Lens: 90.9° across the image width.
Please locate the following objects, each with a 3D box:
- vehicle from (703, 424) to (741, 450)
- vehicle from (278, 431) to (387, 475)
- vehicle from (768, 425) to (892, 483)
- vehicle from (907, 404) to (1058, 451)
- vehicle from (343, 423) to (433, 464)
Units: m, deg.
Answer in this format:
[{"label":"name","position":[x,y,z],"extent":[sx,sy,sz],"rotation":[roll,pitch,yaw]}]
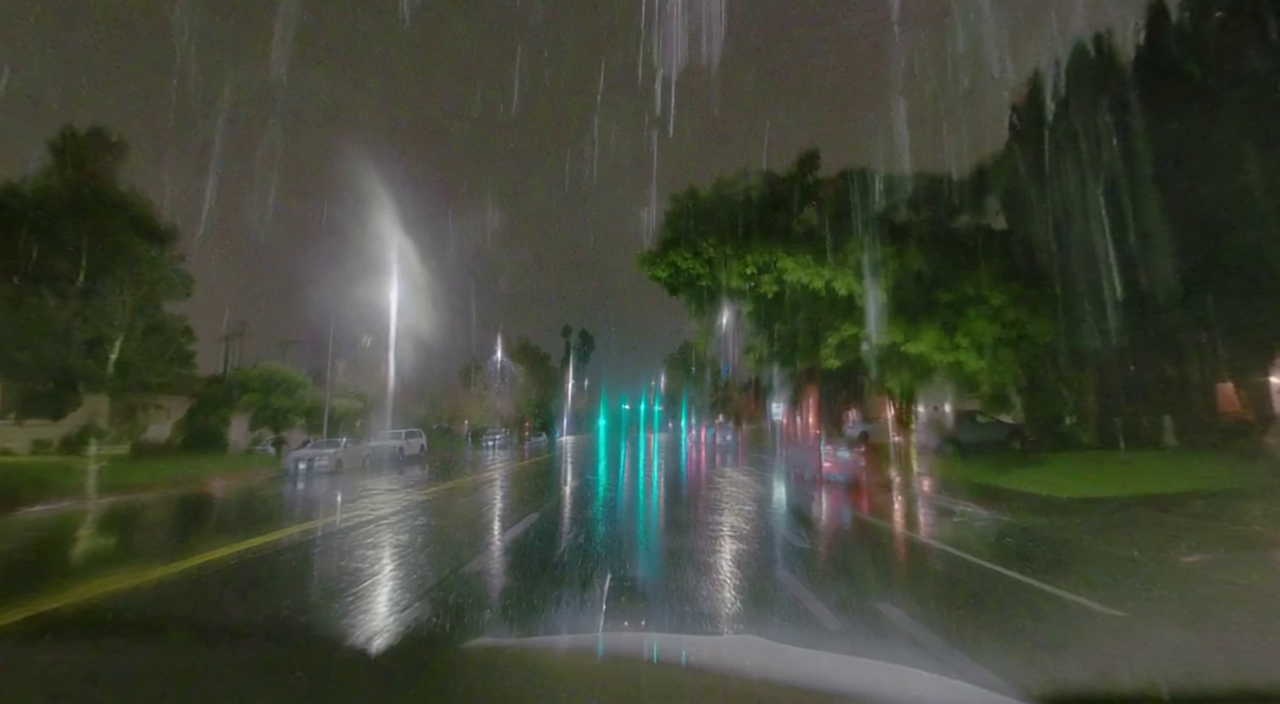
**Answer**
[{"label":"vehicle","position":[5.338,5.628,41.819],"extent":[1.885,1.603,5.235],"rotation":[0,-7,1]},{"label":"vehicle","position":[-11.894,3.882,24.768],"extent":[1.940,1.496,4.654],"rotation":[-1,-7,0]},{"label":"vehicle","position":[5.192,2.855,17.875],"extent":[2.059,1.449,4.168],"rotation":[0,-8,-2]},{"label":"vehicle","position":[13.898,3.106,25.795],"extent":[4.940,1.764,1.977],"rotation":[-1,-8,1]},{"label":"vehicle","position":[-11.853,4.393,30.087],"extent":[2.228,1.766,4.770],"rotation":[1,-9,1]}]
